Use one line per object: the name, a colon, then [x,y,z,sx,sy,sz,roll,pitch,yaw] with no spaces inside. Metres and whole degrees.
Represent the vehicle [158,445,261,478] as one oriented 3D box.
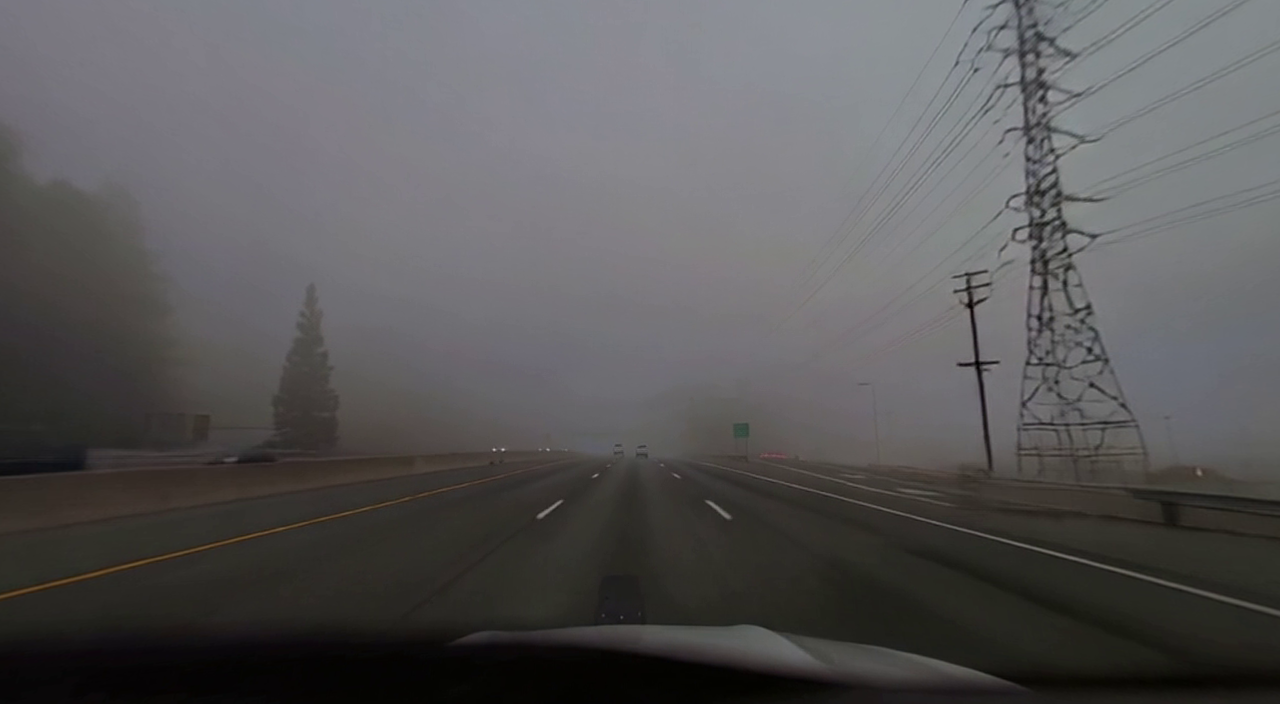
vehicle: [-21.646,5.495,32.050,1.897,1.485,4.769,0,-8,0]
